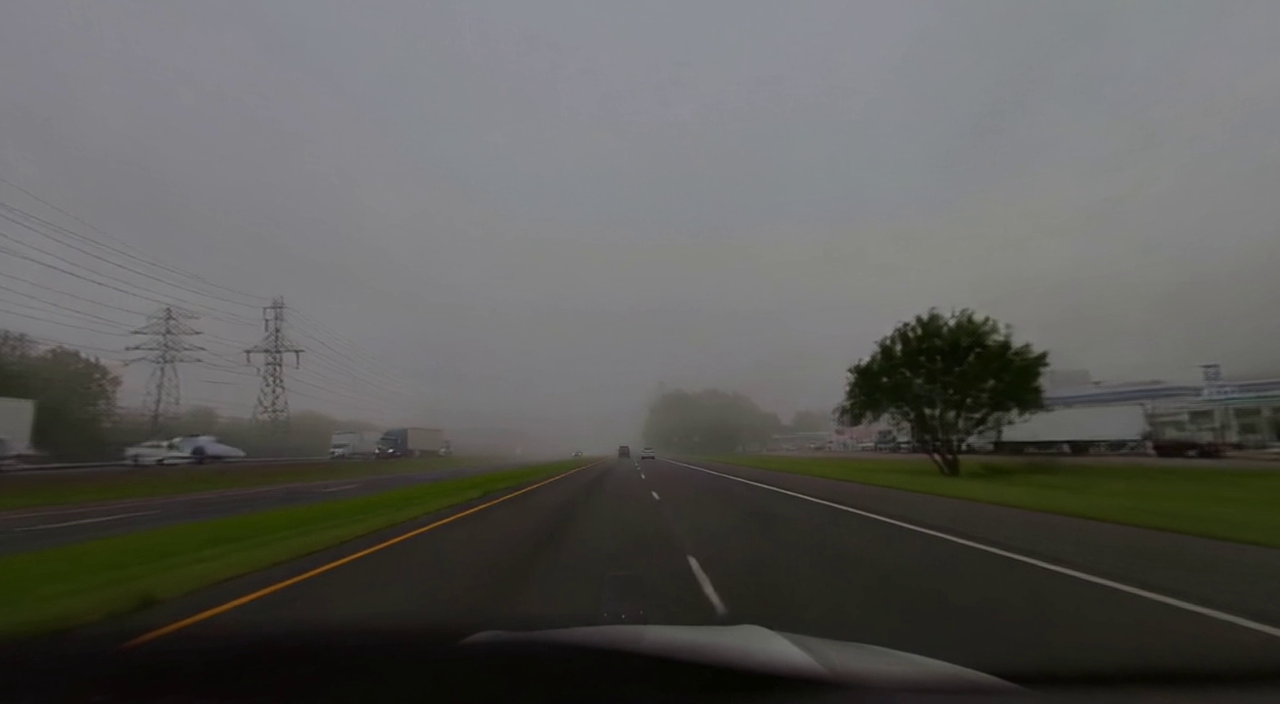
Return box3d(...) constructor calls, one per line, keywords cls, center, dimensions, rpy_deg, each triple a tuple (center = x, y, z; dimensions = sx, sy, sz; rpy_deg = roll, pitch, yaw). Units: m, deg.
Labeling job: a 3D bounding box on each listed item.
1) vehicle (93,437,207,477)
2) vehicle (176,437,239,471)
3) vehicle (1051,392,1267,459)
box3d(cls="vehicle", center=(-27.984, 5.997, 36.325), dimensions=(2.179, 2.021, 5.531), rpy_deg=(-2, -8, 0))
box3d(cls="vehicle", center=(-28.063, 6.611, 41.021), dimensions=(1.879, 1.985, 3.133), rpy_deg=(-3, -8, -1))
box3d(cls="vehicle", center=(35.189, 5.234, 43.362), dimensions=(10.852, 3.971, 2.925), rpy_deg=(-9, -11, 42))
